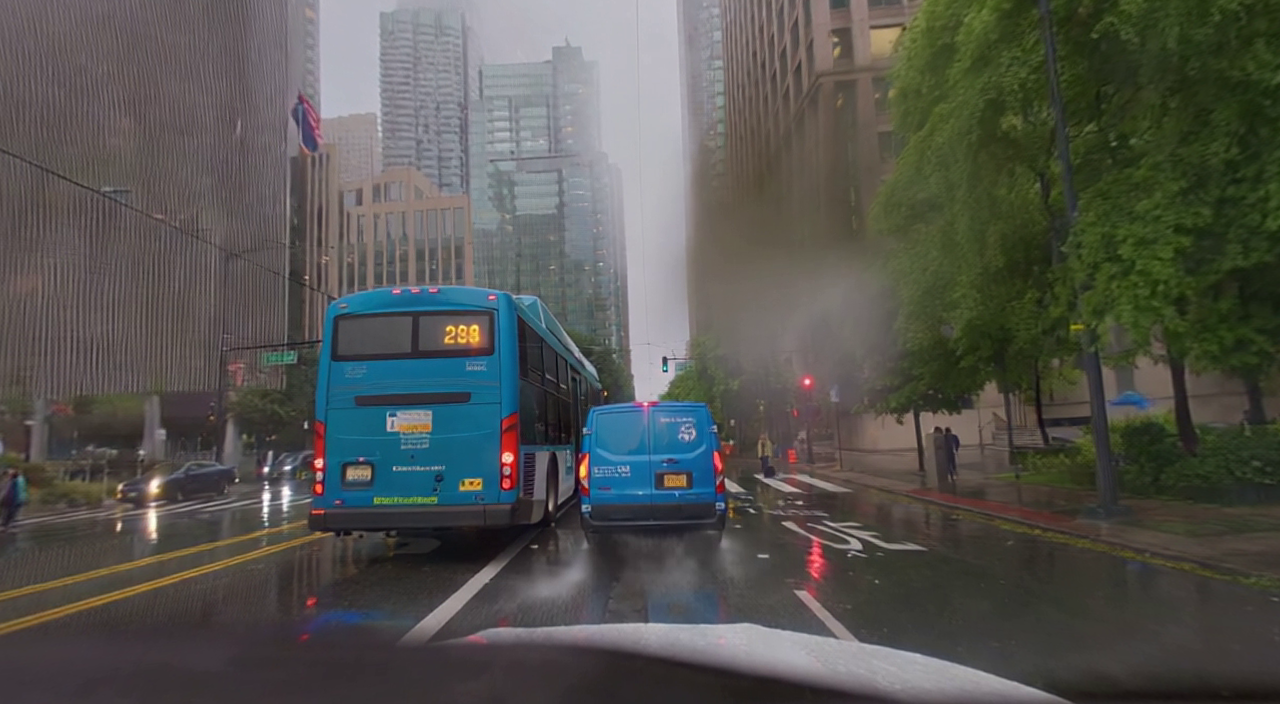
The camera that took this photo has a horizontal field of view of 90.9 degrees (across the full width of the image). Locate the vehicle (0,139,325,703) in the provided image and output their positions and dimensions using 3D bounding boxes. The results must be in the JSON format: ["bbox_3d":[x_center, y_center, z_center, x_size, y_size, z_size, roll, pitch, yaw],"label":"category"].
[{"bbox_3d":[-2.758,0.327,0.220,2.329,2.089,5.659,0,-9,0],"label":"vehicle"}]

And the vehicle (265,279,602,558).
[{"bbox_3d":[-2.917,1.795,14.594,3.042,3.445,13.615,0,-9,1],"label":"vehicle"}]

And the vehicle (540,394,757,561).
[{"bbox_3d":[0.123,1.777,9.519,2.500,1.912,4.270,0,-9,1],"label":"vehicle"}]
